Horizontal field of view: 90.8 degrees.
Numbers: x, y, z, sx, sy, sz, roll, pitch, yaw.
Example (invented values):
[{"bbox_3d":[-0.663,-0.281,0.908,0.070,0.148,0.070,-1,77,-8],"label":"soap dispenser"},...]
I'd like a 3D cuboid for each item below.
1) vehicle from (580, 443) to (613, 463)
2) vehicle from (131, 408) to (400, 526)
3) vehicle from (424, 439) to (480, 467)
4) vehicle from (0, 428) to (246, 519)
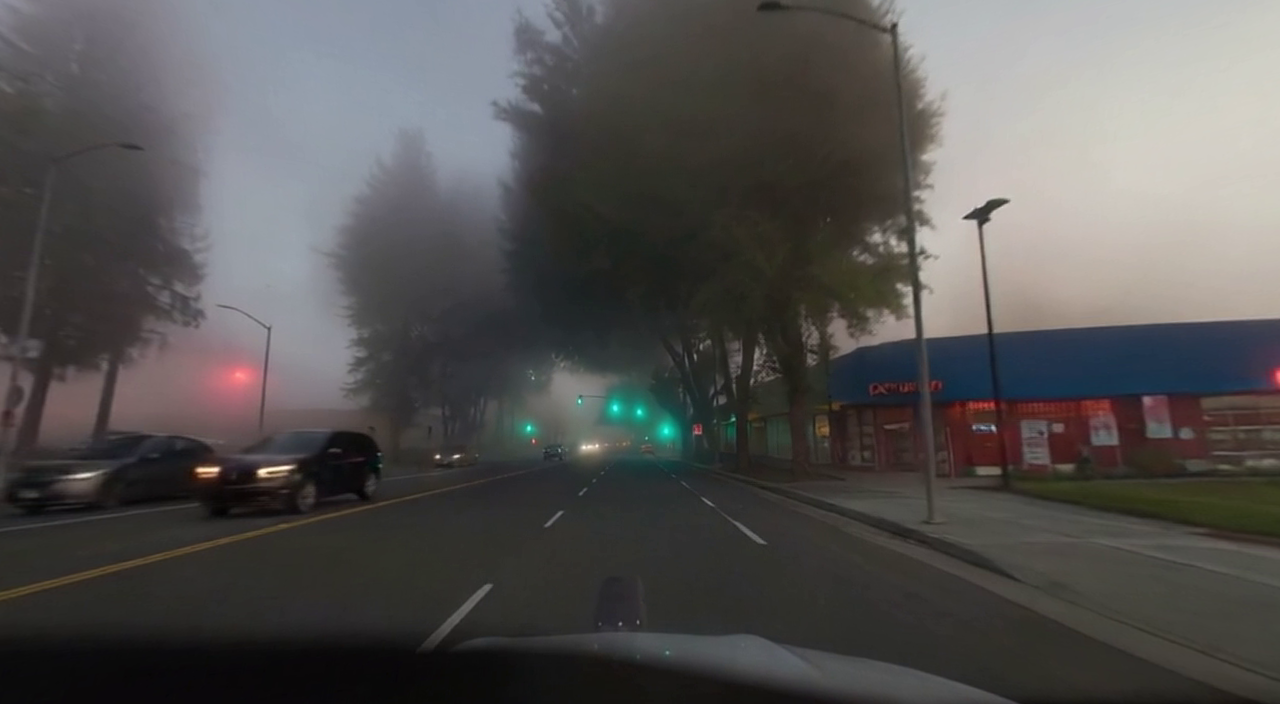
[{"bbox_3d":[-3.219,7.588,47.719,2.122,1.469,4.388,0,-8,0],"label":"vehicle"},{"bbox_3d":[-6.734,2.132,12.228,2.322,1.819,4.651,0,-8,0],"label":"vehicle"},{"bbox_3d":[-10.488,5.678,35.584,1.952,1.422,4.305,-1,-8,-1],"label":"vehicle"},{"bbox_3d":[-10.070,2.241,12.236,2.012,1.429,4.462,0,-8,0],"label":"vehicle"}]
